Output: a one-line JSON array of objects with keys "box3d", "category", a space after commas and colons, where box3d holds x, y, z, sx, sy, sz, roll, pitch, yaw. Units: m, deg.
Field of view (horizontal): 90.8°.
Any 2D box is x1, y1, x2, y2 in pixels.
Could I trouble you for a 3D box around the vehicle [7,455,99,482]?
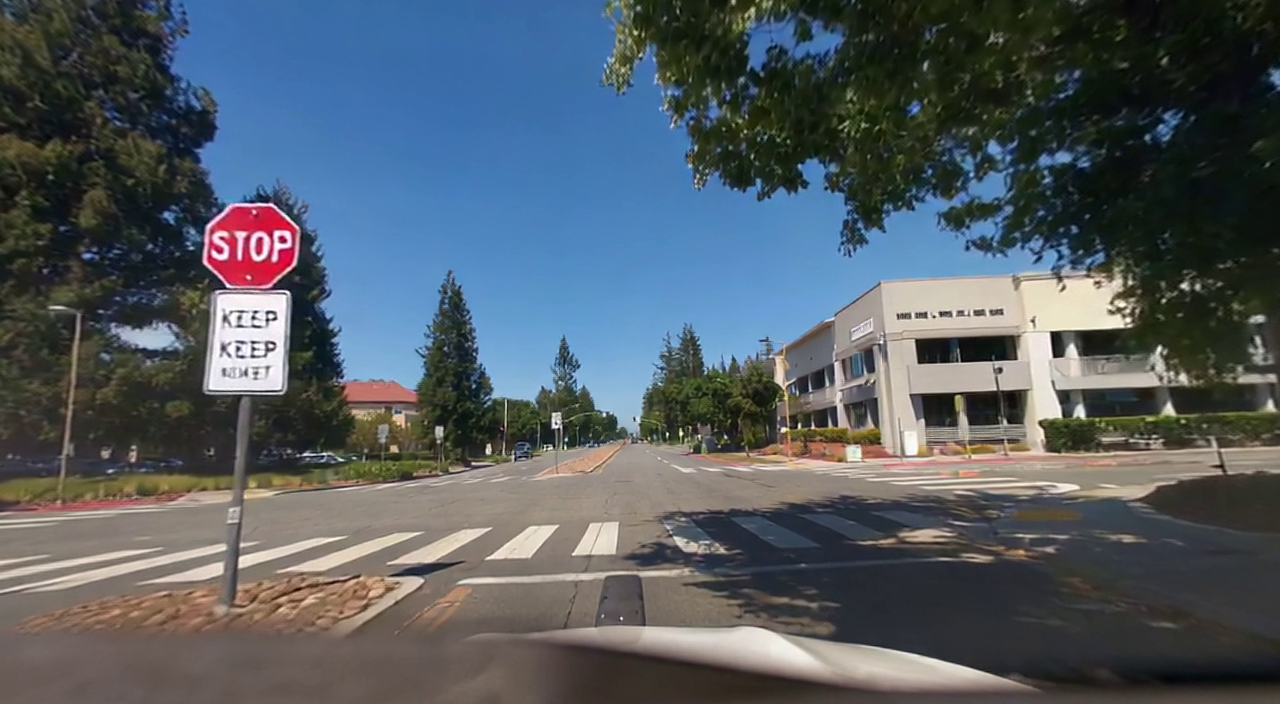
[{"box3d": [-37.015, 7.311, 39.983, 1.871, 1.523, 4.028, 0, -8, 0], "category": "vehicle"}]
